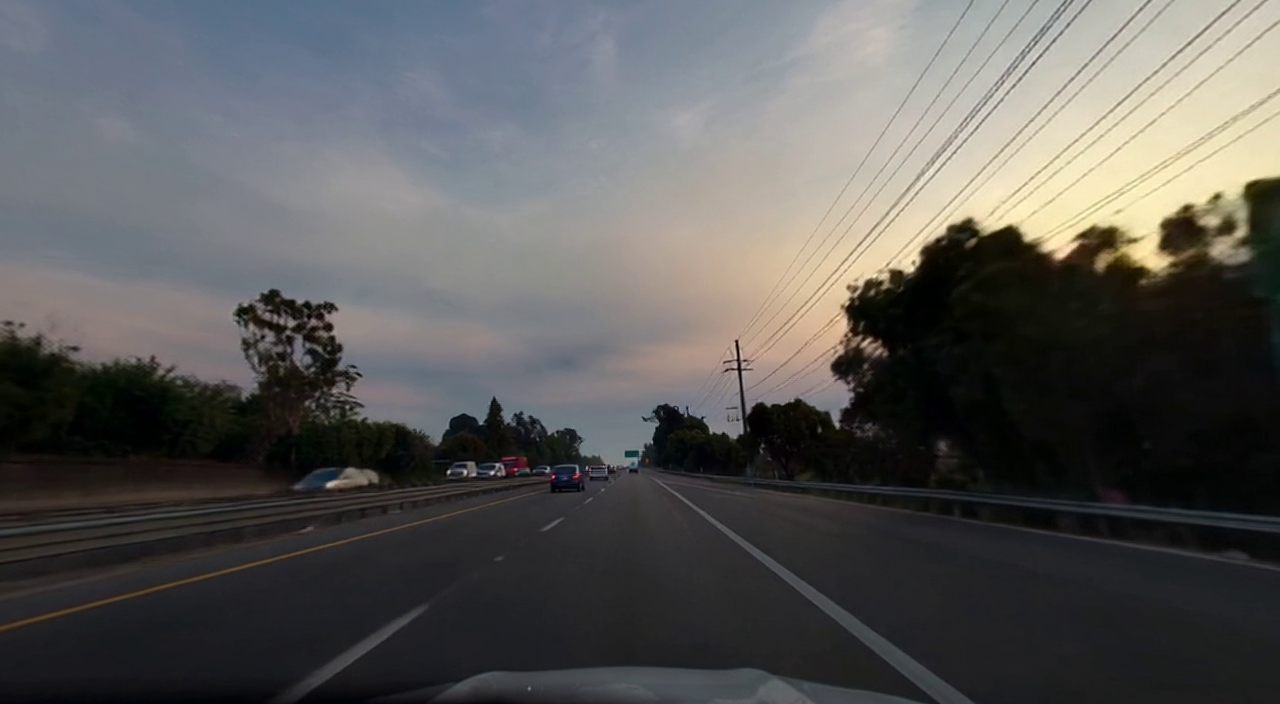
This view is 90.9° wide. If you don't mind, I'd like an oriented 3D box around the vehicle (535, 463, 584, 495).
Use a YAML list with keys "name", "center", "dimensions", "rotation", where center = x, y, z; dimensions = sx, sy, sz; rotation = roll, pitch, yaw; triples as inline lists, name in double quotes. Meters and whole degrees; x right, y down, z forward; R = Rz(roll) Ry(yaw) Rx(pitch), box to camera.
- name: "vehicle"
  center: [-4.128, 6.635, 33.031]
  dimensions: [1.963, 1.501, 4.227]
  rotation: [1, -11, 1]

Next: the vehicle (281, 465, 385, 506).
- name: "vehicle"
  center: [-12.399, 5.402, 25.810]
  dimensions: [1.968, 1.472, 4.444]
  rotation: [1, -11, 0]
